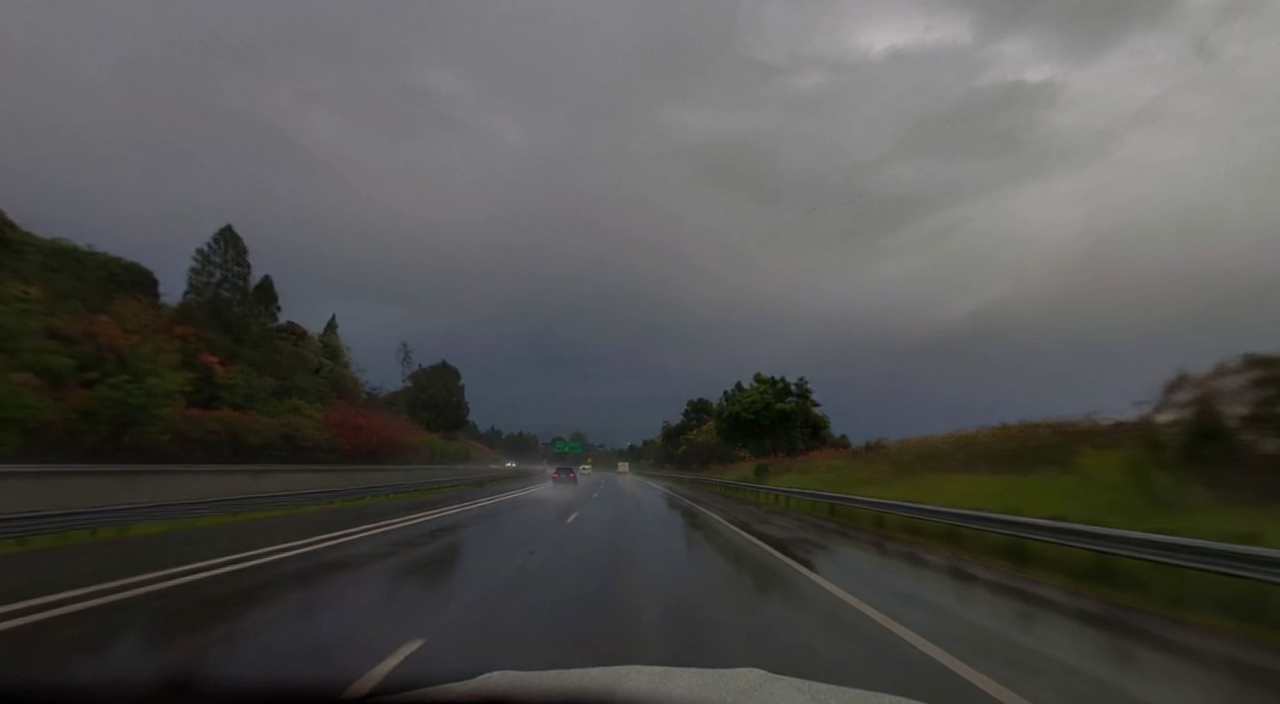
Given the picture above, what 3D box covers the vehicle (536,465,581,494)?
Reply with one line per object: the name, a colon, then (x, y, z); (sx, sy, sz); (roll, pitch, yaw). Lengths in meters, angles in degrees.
vehicle: (-4.645, 7.324, 36.482); (2.115, 1.546, 4.638); (1, -10, -2)
